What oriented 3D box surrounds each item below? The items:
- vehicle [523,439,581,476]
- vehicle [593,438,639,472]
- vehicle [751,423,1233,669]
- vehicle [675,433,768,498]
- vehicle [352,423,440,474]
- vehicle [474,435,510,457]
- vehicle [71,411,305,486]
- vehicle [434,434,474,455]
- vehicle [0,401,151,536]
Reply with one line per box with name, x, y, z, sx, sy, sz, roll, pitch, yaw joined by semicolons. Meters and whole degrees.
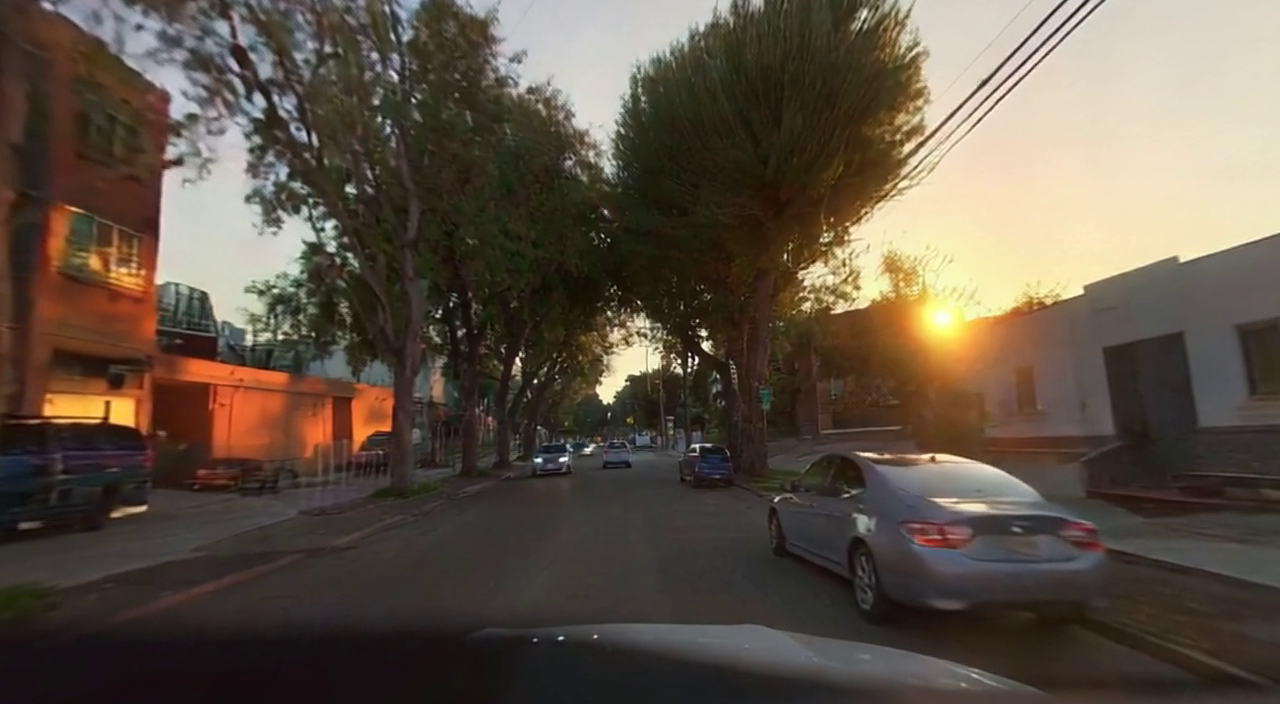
vehicle;-3.705;4.509;27.153;1.955;1.463;4.323;0;-8;-1
vehicle;-1.163;4.896;30.237;2.095;1.510;3.605;1;-8;-3
vehicle;2.587;1.523;6.124;2.086;1.498;4.280;1;-8;-2
vehicle;2.094;3.071;17.351;1.861;1.558;3.823;1;-8;-3
vehicle;-9.604;3.779;25.197;2.010;1.747;4.266;0;-5;-3
vehicle;-10.838;6.903;46.306;1.948;1.543;3.829;1;-8;-4
vehicle;-11.310;2.449;16.044;4.356;1.761;1.963;1;-8;-2
vehicle;-13.573;6.779;46.182;1.882;1.488;3.998;1;-8;-3
vehicle;-9.004;1.504;8.418;1.845;1.687;4.009;0;-5;-3
